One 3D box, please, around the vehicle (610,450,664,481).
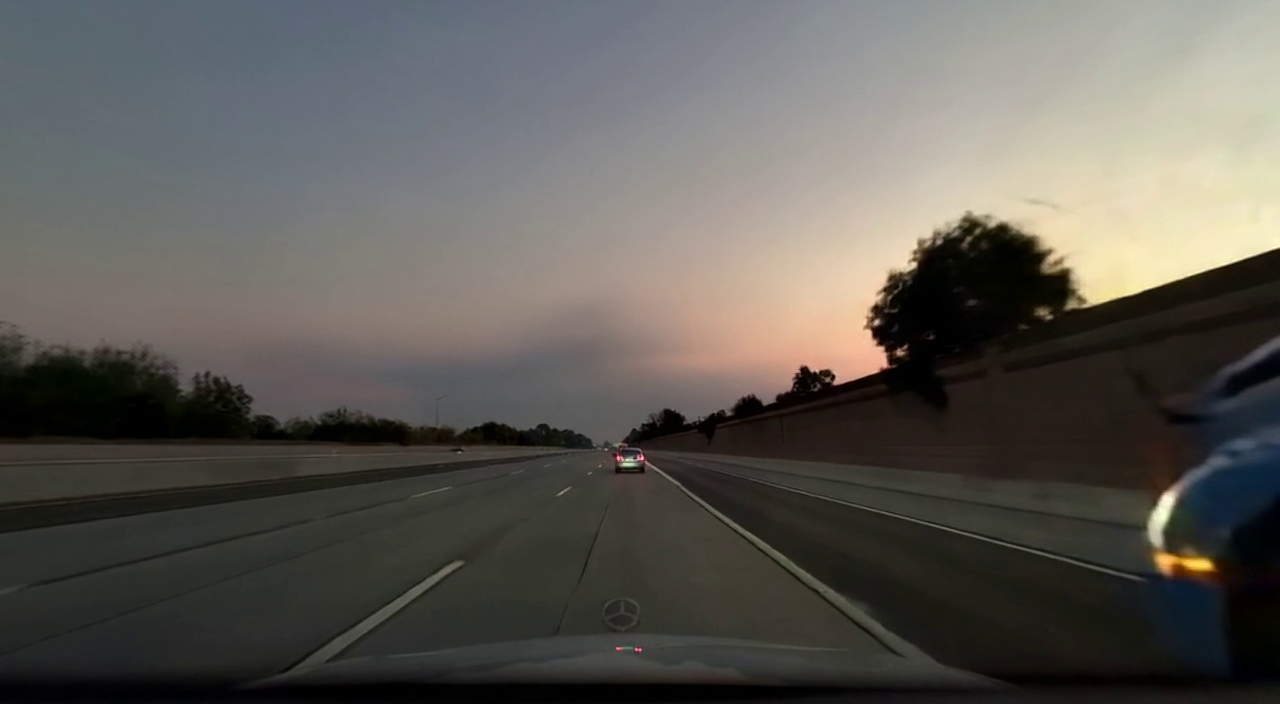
[{"bbox_3d":[-0.265,5.498,30.738,2.398,1.336,5.698,0,-9,-2],"label":"vehicle"}]
